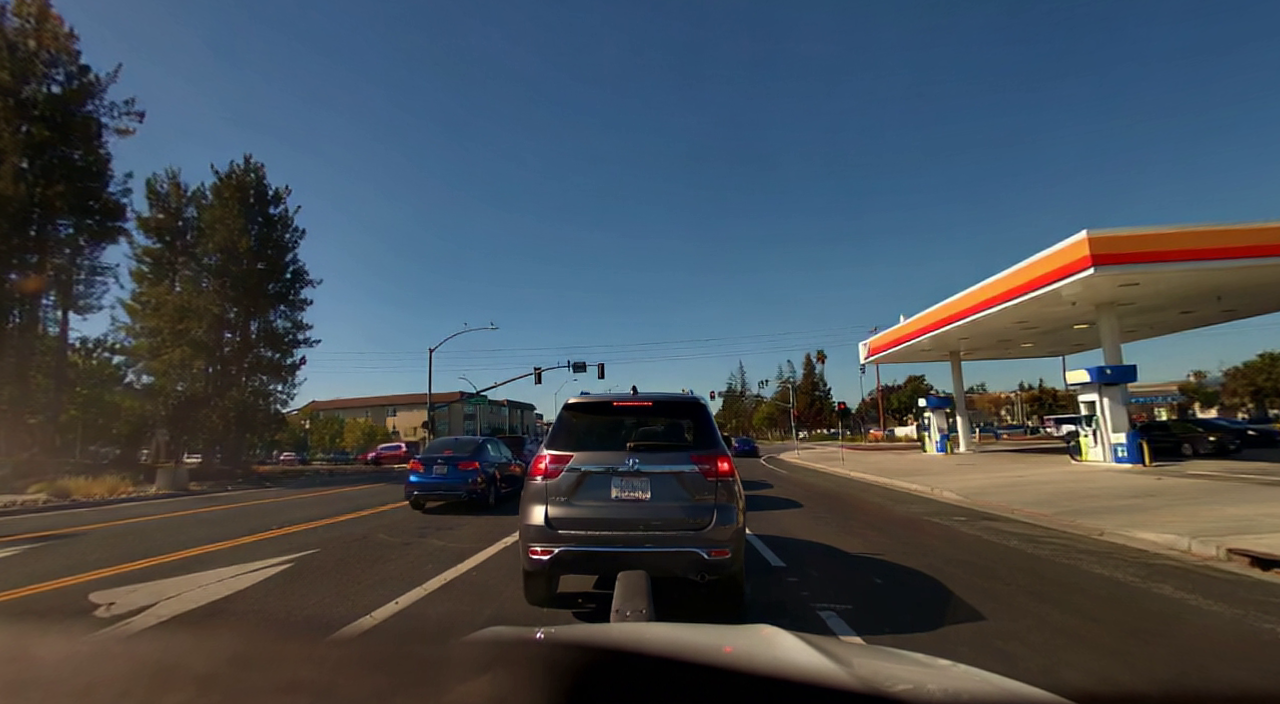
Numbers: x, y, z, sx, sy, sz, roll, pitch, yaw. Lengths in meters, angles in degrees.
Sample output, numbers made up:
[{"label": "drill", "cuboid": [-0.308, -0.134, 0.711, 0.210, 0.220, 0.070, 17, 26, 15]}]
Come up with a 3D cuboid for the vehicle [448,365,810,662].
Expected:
[{"label": "vehicle", "cuboid": [0.010, 1.318, 6.132, 2.236, 1.819, 4.291, 0, -9, 2]}]

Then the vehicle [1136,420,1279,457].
[{"label": "vehicle", "cuboid": [25.933, 3.972, 28.801, 4.551, 1.616, 1.973, -2, -9, 11]}]

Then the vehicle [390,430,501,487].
[{"label": "vehicle", "cuboid": [-6.662, 3.707, 22.181, 2.065, 1.753, 4.525, -1, -9, 6]}]
